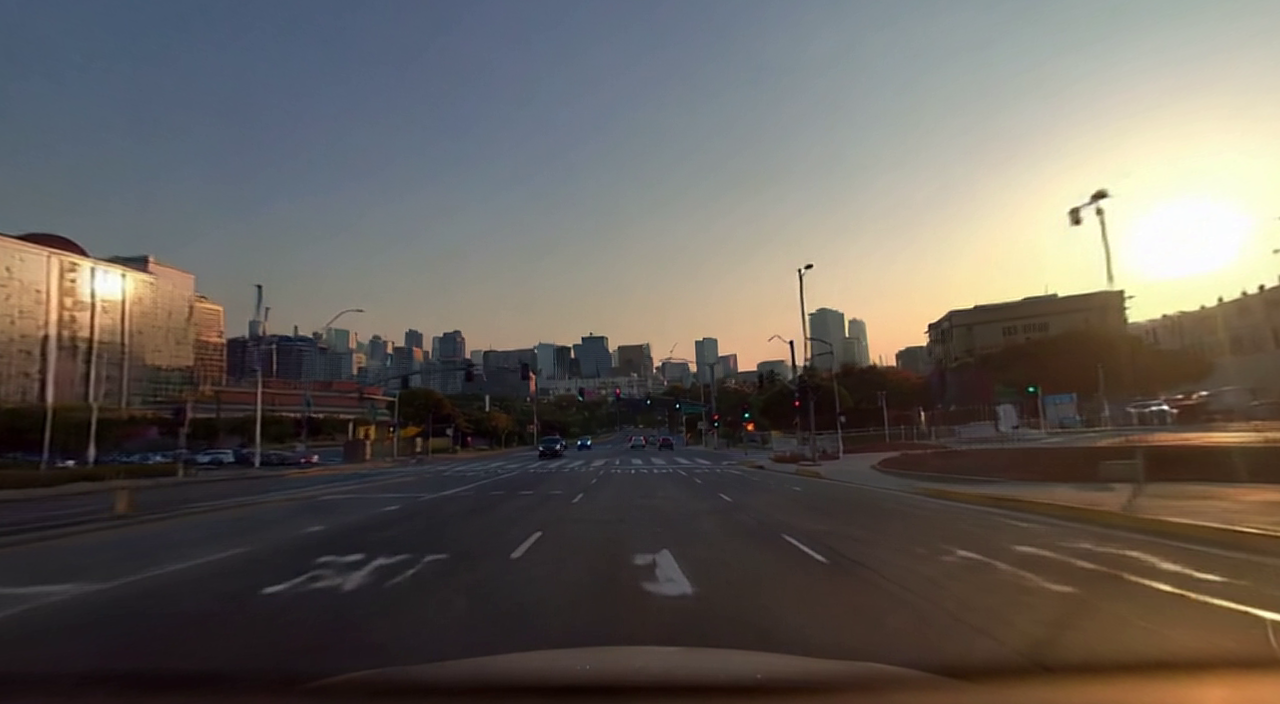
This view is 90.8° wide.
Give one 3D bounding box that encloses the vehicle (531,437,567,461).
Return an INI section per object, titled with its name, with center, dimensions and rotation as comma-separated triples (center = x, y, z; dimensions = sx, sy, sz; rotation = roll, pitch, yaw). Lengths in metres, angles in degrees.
[vehicle]
center = -6.889, 7.399, 48.420
dimensions = 2.074, 1.692, 4.333
rotation = -1, -8, 0
